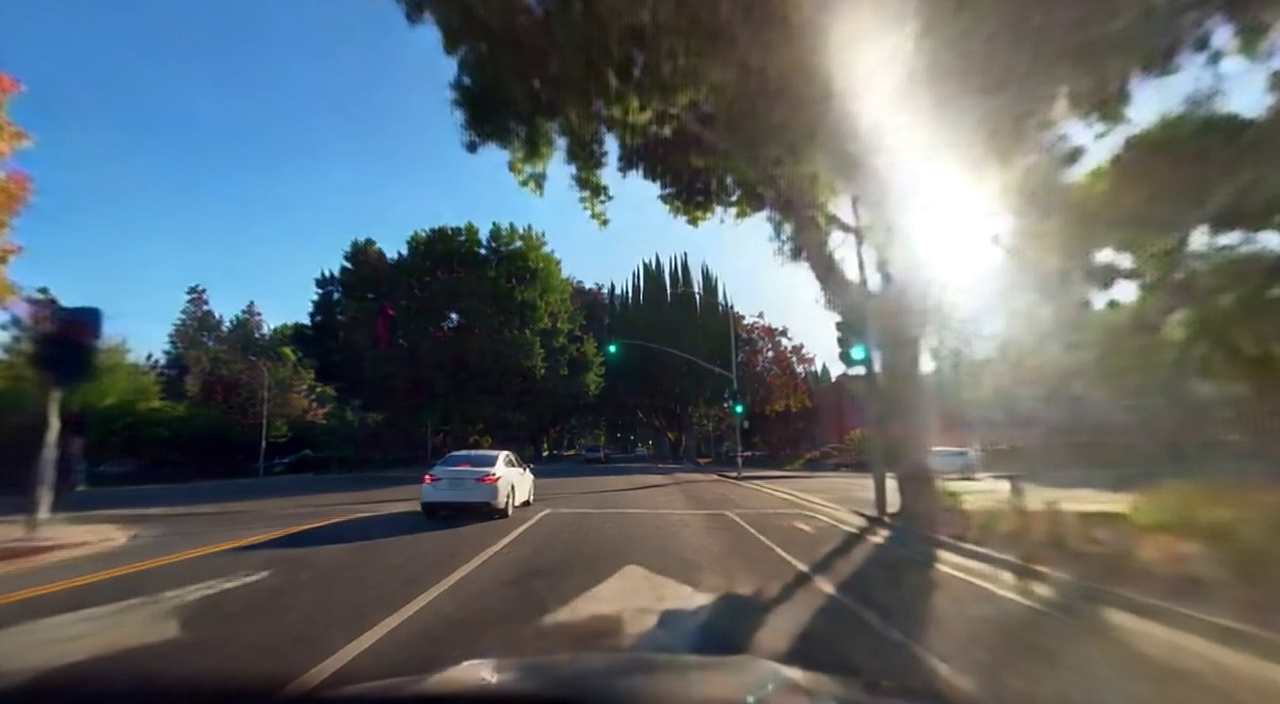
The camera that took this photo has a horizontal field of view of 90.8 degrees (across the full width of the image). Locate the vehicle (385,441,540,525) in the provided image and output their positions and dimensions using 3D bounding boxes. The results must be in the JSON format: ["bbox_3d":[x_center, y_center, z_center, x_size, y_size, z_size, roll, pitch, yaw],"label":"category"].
[{"bbox_3d":[-3.476,2.627,13.346,1.968,1.459,4.433,0,-8,0],"label":"vehicle"}]

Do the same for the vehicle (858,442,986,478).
[{"bbox_3d":[12.056,4.613,27.200,4.632,1.473,1.889,0,-8,-3],"label":"vehicle"}]
